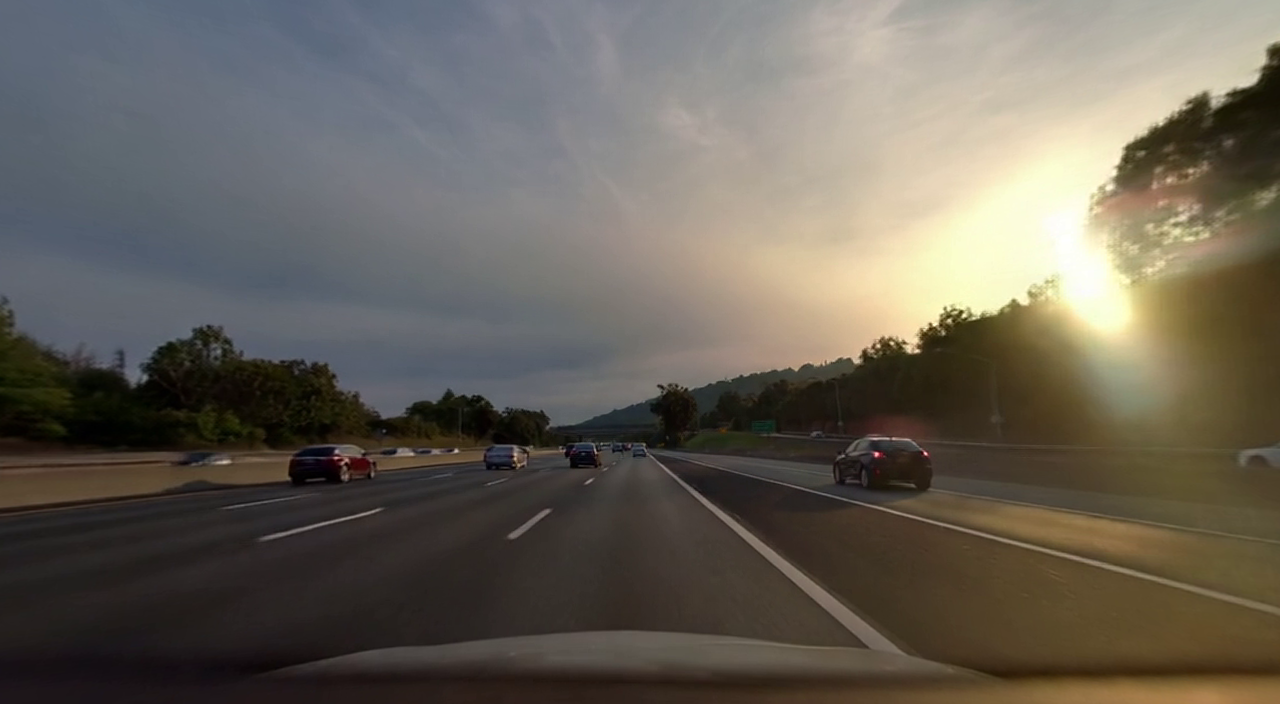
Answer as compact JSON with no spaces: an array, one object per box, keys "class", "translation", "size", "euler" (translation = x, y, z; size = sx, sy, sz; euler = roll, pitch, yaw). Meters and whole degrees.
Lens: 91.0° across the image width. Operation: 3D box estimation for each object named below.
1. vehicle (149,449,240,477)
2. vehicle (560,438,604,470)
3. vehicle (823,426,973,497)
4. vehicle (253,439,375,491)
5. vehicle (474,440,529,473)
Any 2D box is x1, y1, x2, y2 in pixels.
[{"class":"vehicle","translation":[-33.085,8.222,47.059],"size":[2.317,1.870,6.230],"euler":[0,-9,0]},{"class":"vehicle","translation":[-3.739,6.692,41.484],"size":[2.288,1.962,5.119],"euler":[0,-9,1]},{"class":"vehicle","translation":[7.369,3.197,18.708],"size":[2.259,1.816,4.862],"euler":[0,-9,-2]},{"class":"vehicle","translation":[-11.280,3.940,22.210],"size":[1.958,1.633,4.302],"euler":[0,-9,0]},{"class":"vehicle","translation":[-7.779,5.923,35.832],"size":[2.087,1.755,4.457],"euler":[0,-9,0]}]
